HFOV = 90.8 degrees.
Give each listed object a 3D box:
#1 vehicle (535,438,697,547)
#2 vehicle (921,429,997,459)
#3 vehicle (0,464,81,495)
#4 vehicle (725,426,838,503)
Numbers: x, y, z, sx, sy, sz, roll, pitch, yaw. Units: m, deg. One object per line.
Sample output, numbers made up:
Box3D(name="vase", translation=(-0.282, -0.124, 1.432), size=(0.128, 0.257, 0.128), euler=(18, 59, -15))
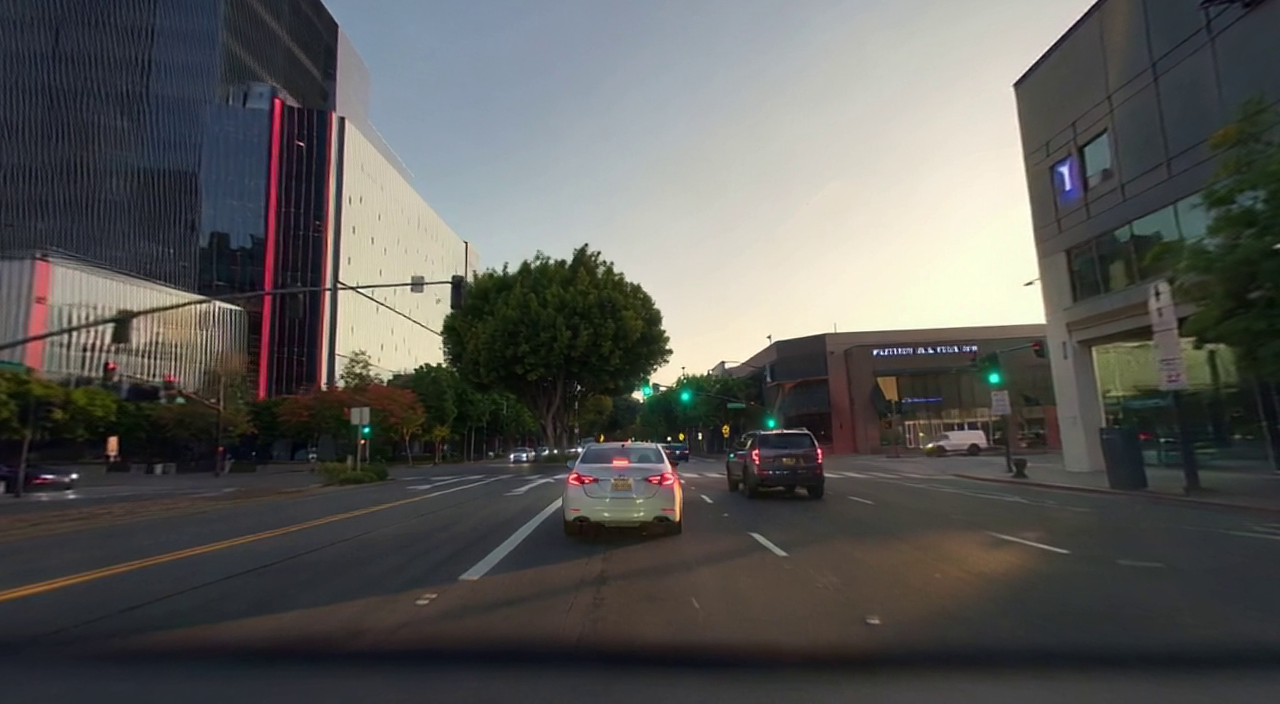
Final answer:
Box3D(name="vehicle", translation=(-0.352, 2.142, 10.419), size=(2.144, 1.398, 3.963), euler=(1, -7, -1))
Box3D(name="vehicle", translation=(24.265, 7.032, 48.172), size=(4.384, 2.000, 2.345), euler=(1, -14, -4))
Box3D(name="vehicle", translation=(-34.826, 7.165, 35.542), size=(4.470, 1.556, 2.231), euler=(0, -8, -3))
Box3D(name="vehicle", translation=(3.645, 2.954, 17.138), size=(2.078, 1.799, 4.089), euler=(1, -7, -1))
